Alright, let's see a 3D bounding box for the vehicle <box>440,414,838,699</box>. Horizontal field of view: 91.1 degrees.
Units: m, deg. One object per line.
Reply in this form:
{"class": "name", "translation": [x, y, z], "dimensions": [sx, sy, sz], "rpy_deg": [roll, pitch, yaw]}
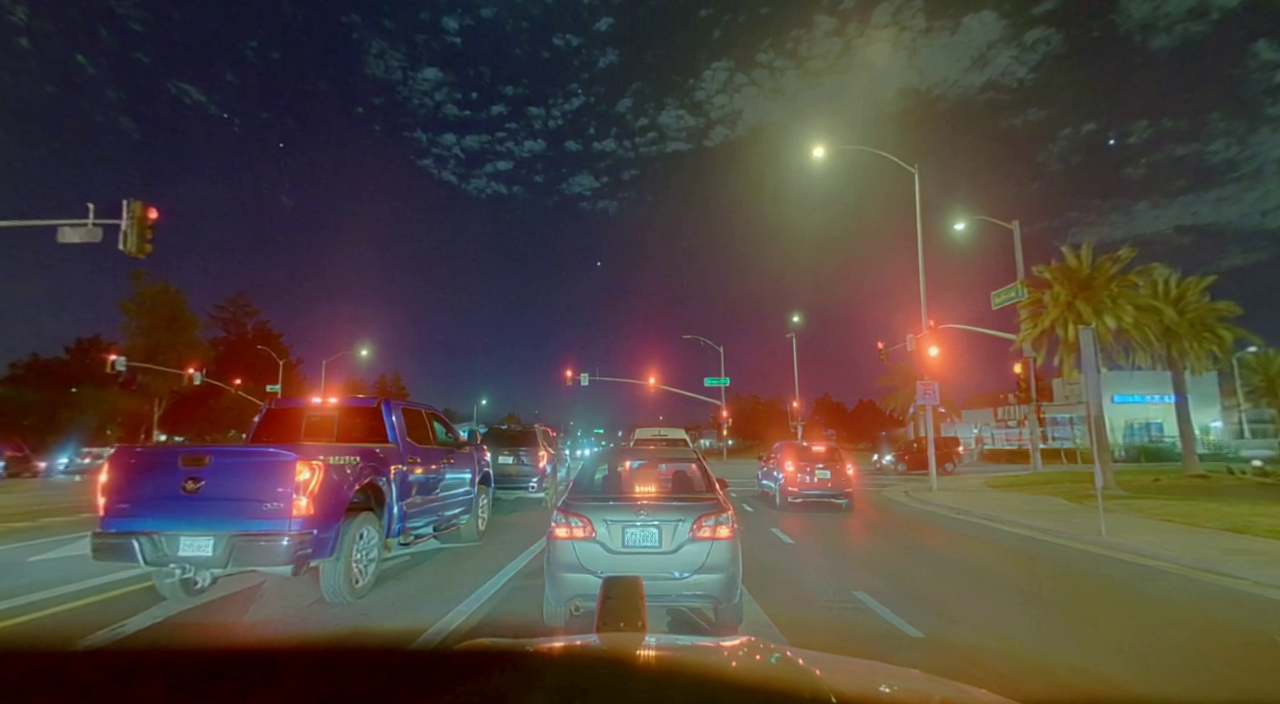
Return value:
{"class": "vehicle", "translation": [0.026, 1.400, 5.501], "dimensions": [2.122, 1.501, 4.152], "rpy_deg": [0, -8, 1]}

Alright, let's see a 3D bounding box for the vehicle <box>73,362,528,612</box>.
{"class": "vehicle", "translation": [-3.239, 1.481, 7.897], "dimensions": [2.330, 1.969, 5.626], "rpy_deg": [-1, -8, 3]}

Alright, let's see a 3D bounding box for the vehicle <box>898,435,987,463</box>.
{"class": "vehicle", "translation": [18.852, 6.079, 39.283], "dimensions": [4.466, 1.717, 1.963], "rpy_deg": [0, -8, 3]}

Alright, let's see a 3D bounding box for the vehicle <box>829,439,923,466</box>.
{"class": "vehicle", "translation": [13.628, 5.836, 36.586], "dimensions": [4.862, 1.481, 2.275], "rpy_deg": [-2, -9, 16]}

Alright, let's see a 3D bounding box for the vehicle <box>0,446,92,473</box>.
{"class": "vehicle", "translation": [-37.125, 6.632, 38.835], "dimensions": [4.576, 1.617, 1.937], "rpy_deg": [0, -8, 2]}
